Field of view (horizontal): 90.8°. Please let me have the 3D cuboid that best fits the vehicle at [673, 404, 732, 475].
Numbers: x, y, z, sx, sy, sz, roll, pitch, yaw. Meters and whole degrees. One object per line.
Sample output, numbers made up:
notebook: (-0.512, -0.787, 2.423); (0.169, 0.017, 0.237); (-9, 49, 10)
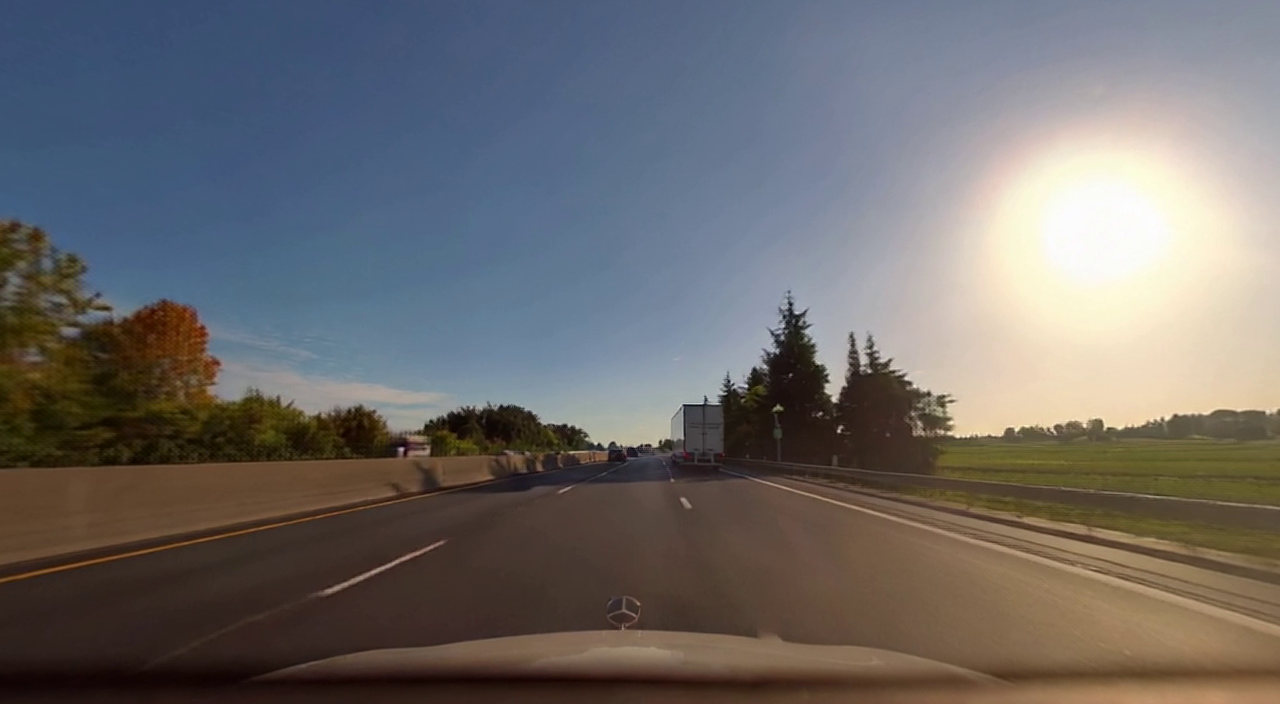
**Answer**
vehicle: (3.953, 6.192, 43.531); (2.901, 4.032, 14.338); (0, -9, 1)
